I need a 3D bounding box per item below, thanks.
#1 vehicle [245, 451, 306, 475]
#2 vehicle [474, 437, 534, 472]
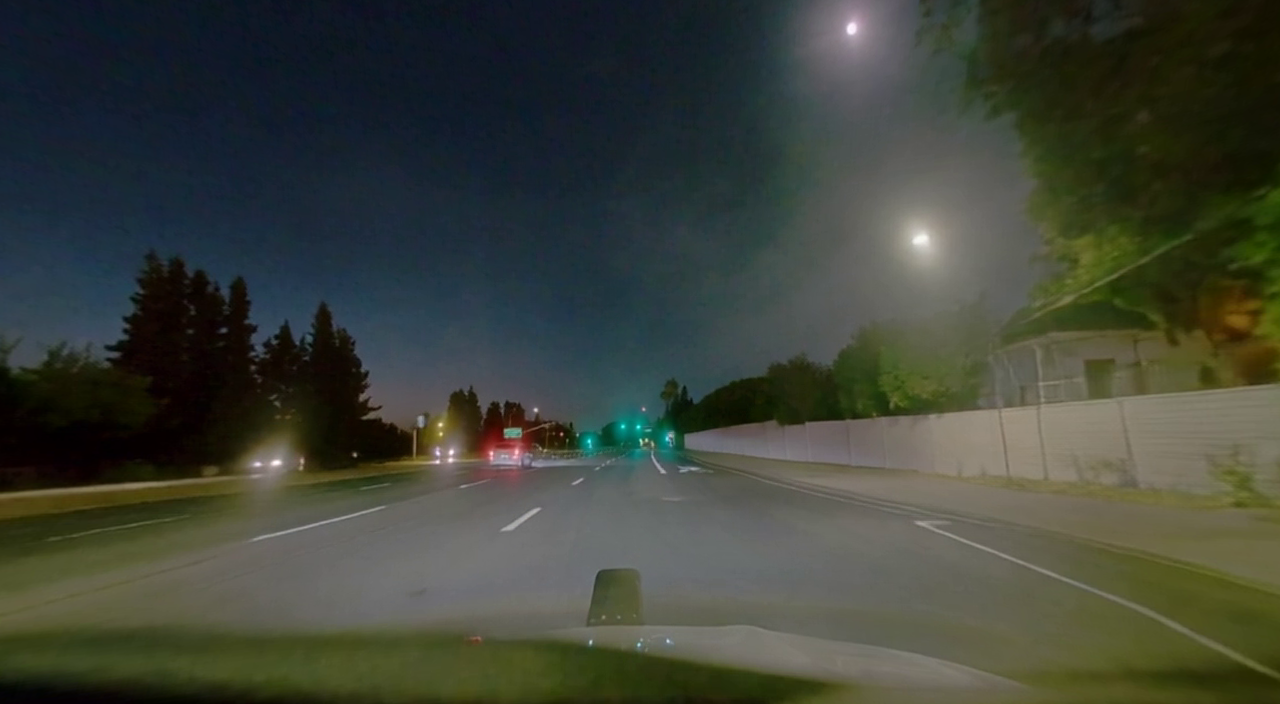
[{"bbox_3d":[-27.715,8.441,48.212,1.958,1.712,4.643,0,-9,-2],"label":"vehicle"},{"bbox_3d":[-7.294,5.545,34.377,2.115,1.711,4.722,-1,-9,1],"label":"vehicle"}]
